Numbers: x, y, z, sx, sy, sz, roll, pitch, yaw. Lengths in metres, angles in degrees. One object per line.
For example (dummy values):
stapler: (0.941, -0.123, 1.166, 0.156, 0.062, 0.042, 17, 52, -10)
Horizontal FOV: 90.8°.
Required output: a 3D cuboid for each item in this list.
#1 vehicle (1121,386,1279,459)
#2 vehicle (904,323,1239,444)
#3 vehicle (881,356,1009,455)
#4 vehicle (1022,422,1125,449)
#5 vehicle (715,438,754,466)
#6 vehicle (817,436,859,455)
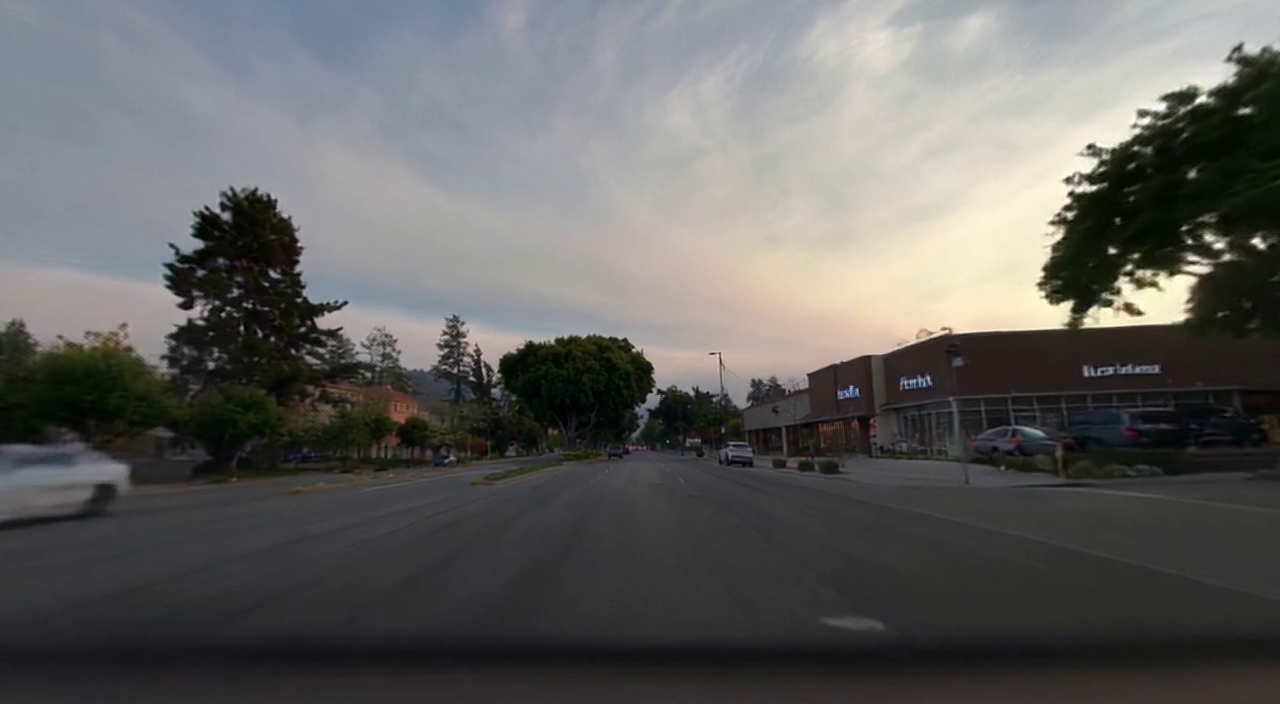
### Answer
vehicle: (26.072, 3.406, 29.747, 4.543, 3.105, 4.010, -4, -10, 27)
vehicle: (25.402, 2.281, 38.936, 16.415, 6.611, 1.394, -4, -10, 26)
vehicle: (15.695, 2.848, 32.032, 9.886, 4.618, 0.062, 5, -10, -30)
vehicle: (24.868, 4.841, 36.441, 4.712, 1.527, 0.932, -4, -10, 27)
vehicle: (6.773, 7.201, 45.615, 1.954, 1.907, 4.736, 0, -9, -1)
vehicle: (15.651, 7.385, 49.971, 2.692, 1.222, 1.593, 0, -11, -27)
